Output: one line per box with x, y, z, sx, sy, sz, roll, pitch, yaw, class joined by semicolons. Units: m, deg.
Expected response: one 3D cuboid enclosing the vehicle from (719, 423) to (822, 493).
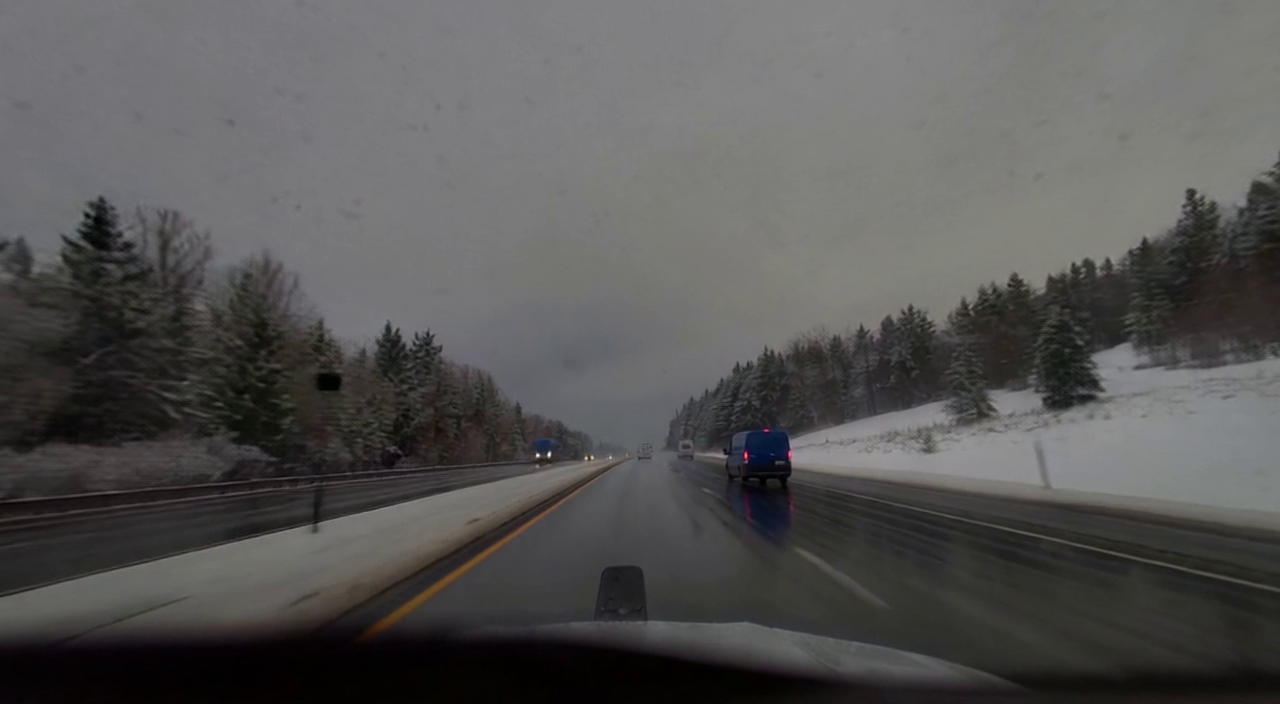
4.209;3.543;21.254;2.371;2.045;4.768;0;-9;-1;vehicle
